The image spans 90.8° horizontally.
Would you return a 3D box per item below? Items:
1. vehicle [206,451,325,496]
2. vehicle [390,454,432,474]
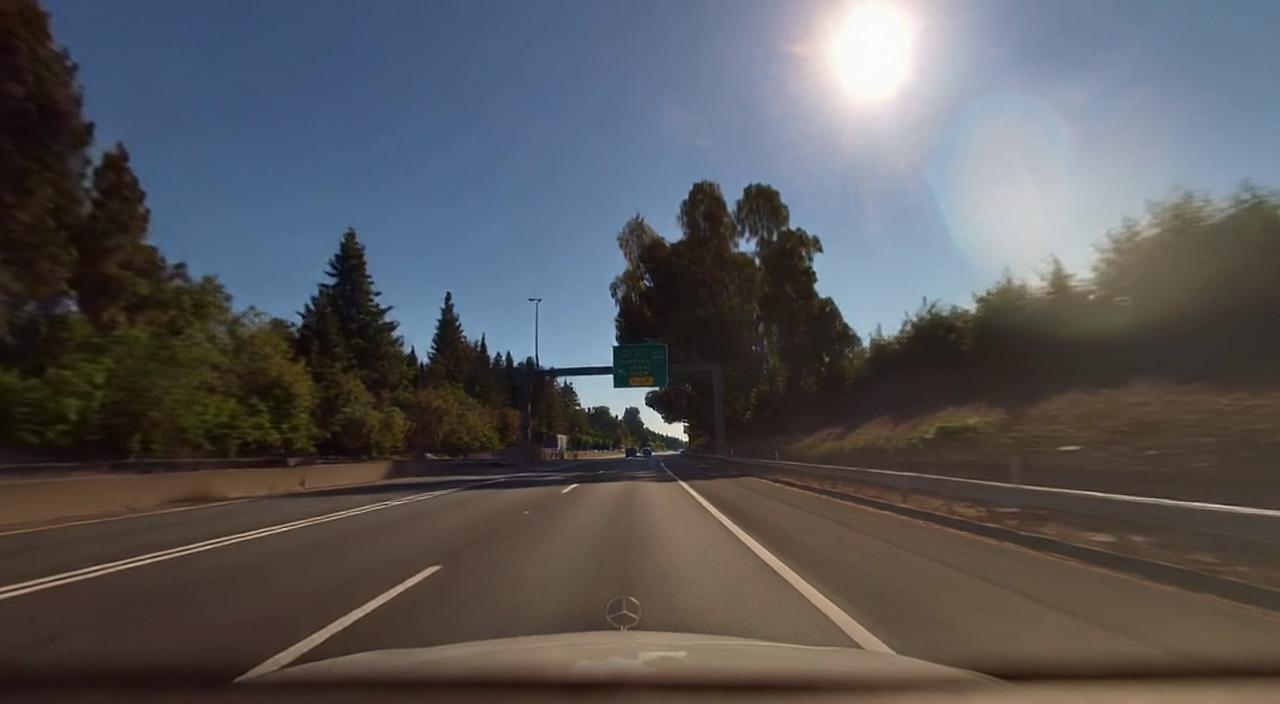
[{"bbox_3d":[-13.181,4.270,22.498,1.914,1.460,3.730,0,-9,0],"label":"vehicle"},{"bbox_3d":[-17.084,8.366,47.200,1.768,1.425,3.536,0,-9,1],"label":"vehicle"}]
